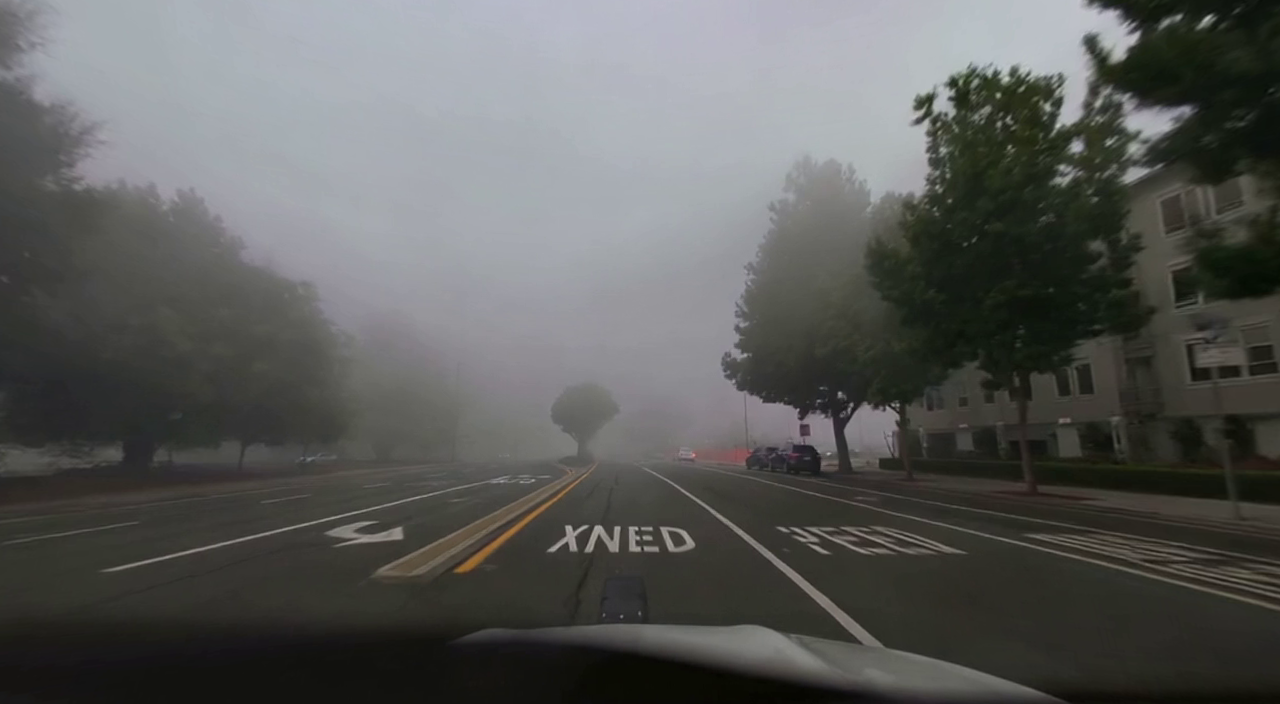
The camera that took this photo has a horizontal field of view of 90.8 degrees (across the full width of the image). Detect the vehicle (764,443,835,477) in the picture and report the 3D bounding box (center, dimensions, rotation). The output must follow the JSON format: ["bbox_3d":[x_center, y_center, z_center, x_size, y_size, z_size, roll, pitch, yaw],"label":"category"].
[{"bbox_3d":[7.544,5.139,30.414,1.946,1.472,4.753,0,-9,-3],"label":"vehicle"}]
